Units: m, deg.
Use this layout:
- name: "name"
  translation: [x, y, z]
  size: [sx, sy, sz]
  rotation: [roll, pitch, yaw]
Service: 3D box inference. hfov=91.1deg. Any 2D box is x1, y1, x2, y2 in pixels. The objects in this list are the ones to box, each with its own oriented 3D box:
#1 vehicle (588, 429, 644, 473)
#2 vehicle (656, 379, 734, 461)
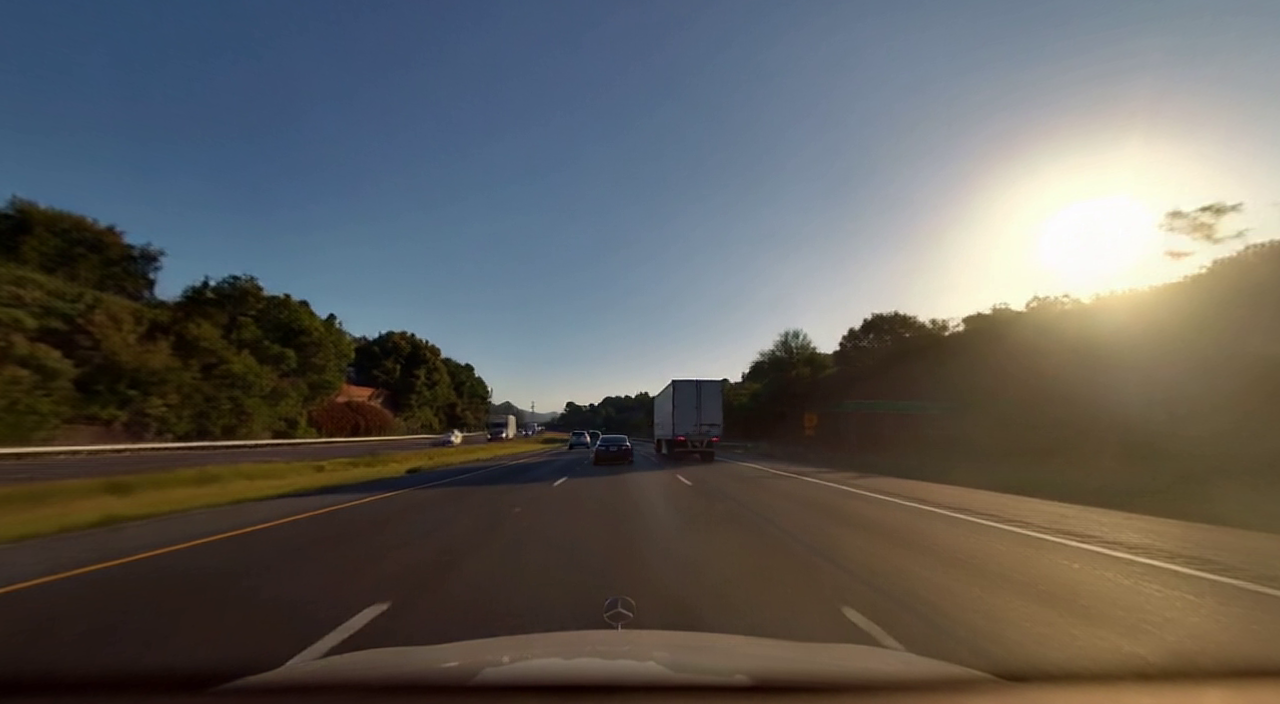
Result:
- name: "vehicle"
  translation: [-0.945, 3.856, 24.795]
  size: [2.048, 1.563, 4.087]
  rotation: [0, -8, -2]
- name: "vehicle"
  translation: [2.982, 4.452, 39.275]
  size: [2.946, 4.111, 14.652]
  rotation: [0, -8, -2]
